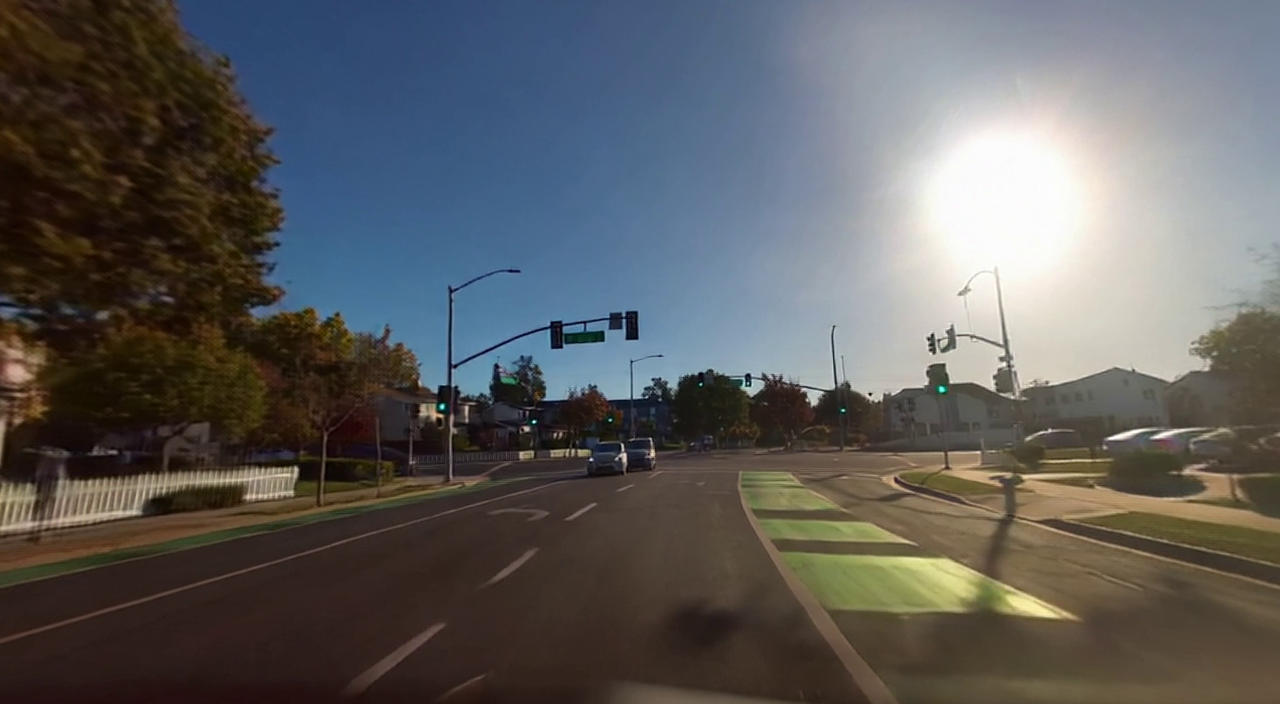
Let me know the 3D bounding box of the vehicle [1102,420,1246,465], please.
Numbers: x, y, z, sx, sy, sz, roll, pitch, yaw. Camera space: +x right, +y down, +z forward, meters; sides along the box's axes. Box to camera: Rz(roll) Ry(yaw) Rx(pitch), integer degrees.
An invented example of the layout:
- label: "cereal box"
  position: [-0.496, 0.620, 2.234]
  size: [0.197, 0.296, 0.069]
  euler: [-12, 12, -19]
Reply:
- label: "vehicle"
  position: [20.774, 3.556, 24.846]
  size: [1.937, 1.474, 5.114]
  euler: [-4, -8, 10]

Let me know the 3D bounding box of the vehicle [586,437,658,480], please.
- label: "vehicle"
  position: [-0.582, 4.133, 24.765]
  size: [1.904, 1.489, 4.746]
  euler: [-2, -8, 10]
